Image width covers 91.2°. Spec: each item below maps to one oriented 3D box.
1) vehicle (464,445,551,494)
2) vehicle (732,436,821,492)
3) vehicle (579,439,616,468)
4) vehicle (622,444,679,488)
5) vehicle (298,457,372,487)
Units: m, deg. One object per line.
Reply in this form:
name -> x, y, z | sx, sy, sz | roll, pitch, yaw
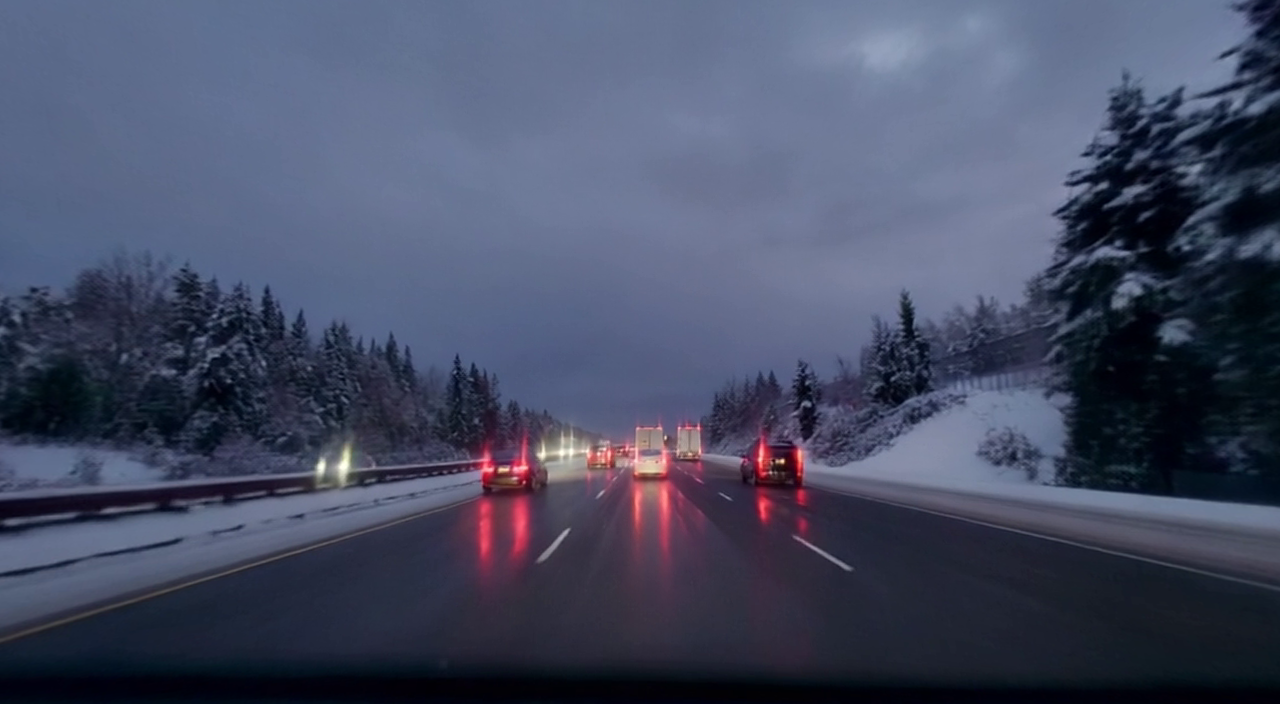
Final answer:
vehicle -> -4.346, 3.933, 21.309 | 1.967, 1.473, 4.439 | 0, -9, 1
vehicle -> 4.455, 3.721, 21.093 | 2.018, 1.639, 4.149 | 0, -9, 0
vehicle -> -3.023, 7.397, 45.569 | 2.230, 1.973, 4.403 | -1, -9, 2
vehicle -> 0.375, 4.392, 24.486 | 2.015, 1.526, 4.286 | 0, -9, 0
vehicle -> -16.569, 6.522, 34.325 | 1.912, 1.478, 4.106 | -1, -9, 1
